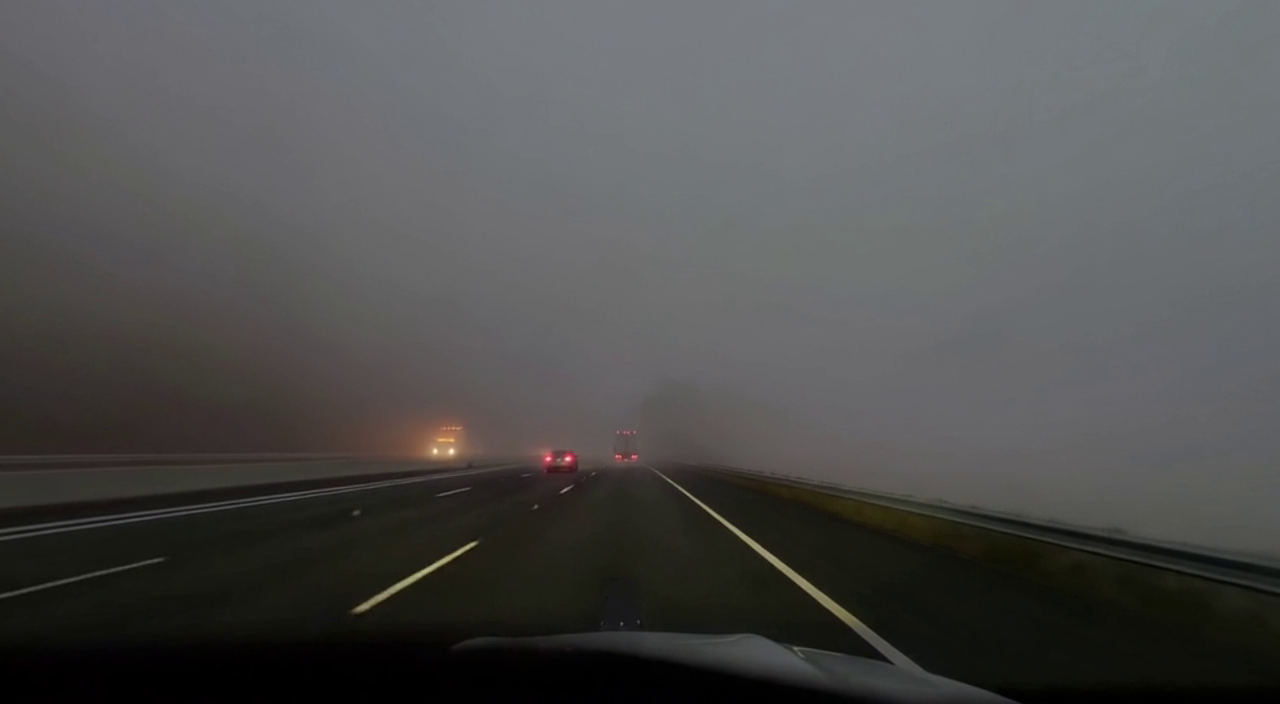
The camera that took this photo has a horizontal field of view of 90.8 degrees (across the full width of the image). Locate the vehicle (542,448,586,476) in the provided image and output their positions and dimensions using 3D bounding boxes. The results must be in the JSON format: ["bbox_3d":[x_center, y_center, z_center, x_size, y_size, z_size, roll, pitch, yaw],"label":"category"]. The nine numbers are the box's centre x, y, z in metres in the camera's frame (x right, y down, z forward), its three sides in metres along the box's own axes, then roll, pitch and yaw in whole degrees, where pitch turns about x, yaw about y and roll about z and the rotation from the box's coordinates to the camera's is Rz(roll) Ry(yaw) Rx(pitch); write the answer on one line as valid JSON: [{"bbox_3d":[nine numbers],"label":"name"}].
[{"bbox_3d":[-4.570,6.670,38.515,2.108,1.573,5.000,0,-9,-1],"label":"vehicle"}]
